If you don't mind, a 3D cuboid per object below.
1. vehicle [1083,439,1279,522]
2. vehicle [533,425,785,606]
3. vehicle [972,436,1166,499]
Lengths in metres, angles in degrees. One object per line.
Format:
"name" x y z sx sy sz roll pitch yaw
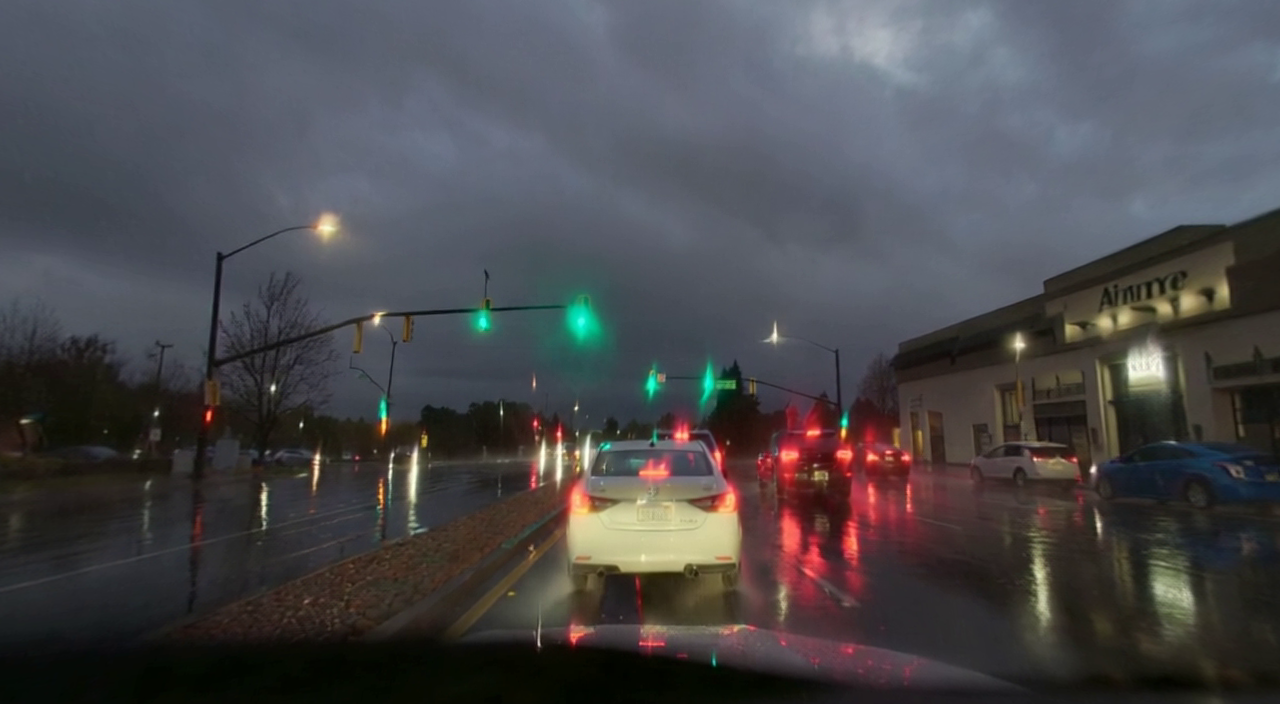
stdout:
"vehicle" 14.159 3.106 15.934 2.235 1.721 5.230 0 -9 1
"vehicle" 0.128 1.677 7.396 2.067 1.471 4.241 0 -9 -1
"vehicle" 14.066 3.819 21.375 2.309 1.819 5.793 1 -9 -3
